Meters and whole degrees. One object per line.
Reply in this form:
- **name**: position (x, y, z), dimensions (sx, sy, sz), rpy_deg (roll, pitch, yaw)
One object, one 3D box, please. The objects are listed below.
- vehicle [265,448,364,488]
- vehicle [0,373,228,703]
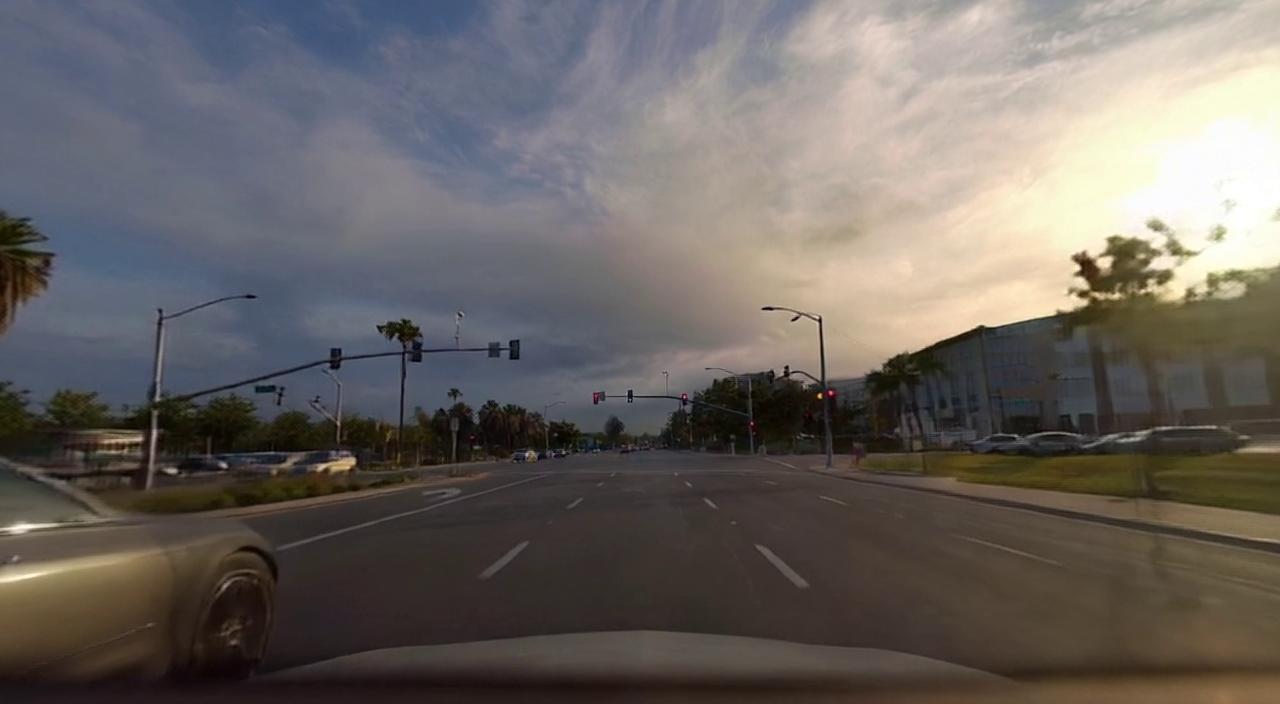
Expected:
- **vehicle**: position (-14.621, 5.189, 28.618), dimensions (2.059, 1.648, 4.420), rpy_deg (0, -8, 1)
- **vehicle**: position (-3.269, 0.661, 0.806), dimensions (2.162, 1.549, 4.795), rpy_deg (0, -8, 1)
